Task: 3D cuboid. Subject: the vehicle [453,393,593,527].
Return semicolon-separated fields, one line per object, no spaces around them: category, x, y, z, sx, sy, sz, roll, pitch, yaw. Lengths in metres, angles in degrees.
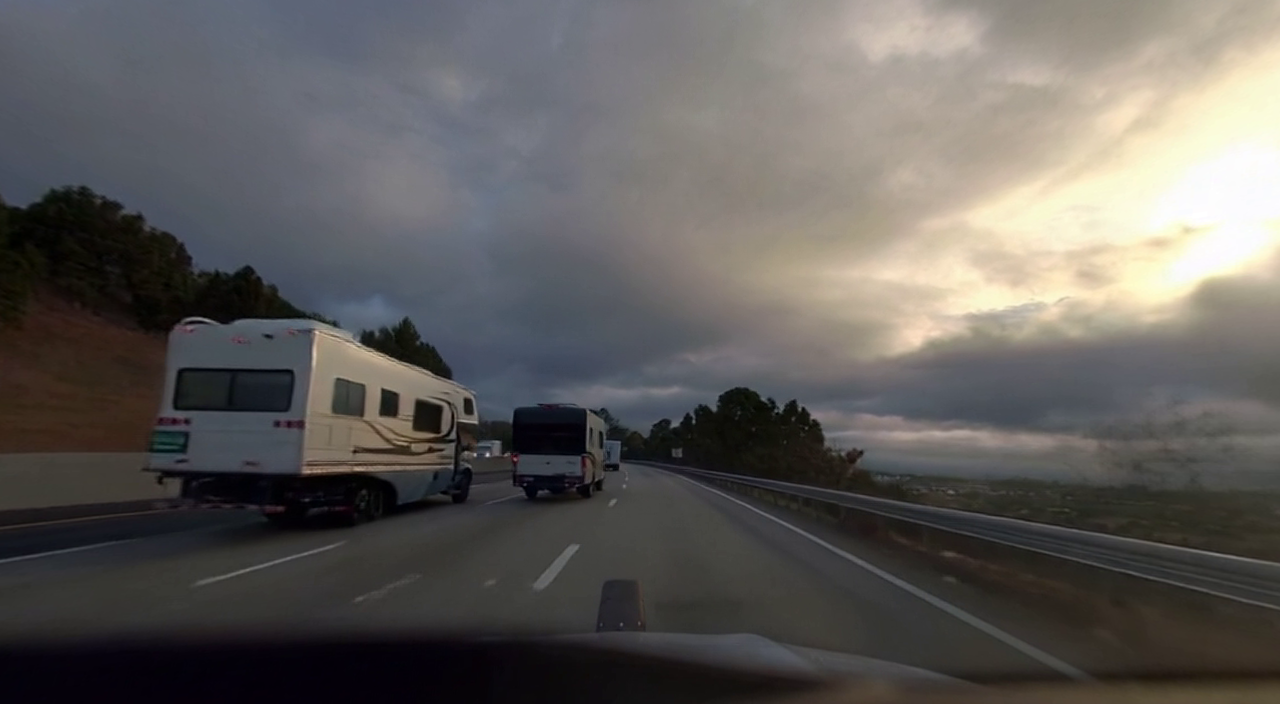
vehicle;-2.416;2.396;14.200;2.331;2.583;3.743;-1;-9;1

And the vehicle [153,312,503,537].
vehicle;-7.090;2.363;18.471;2.929;4.010;14.446;0;-9;0
